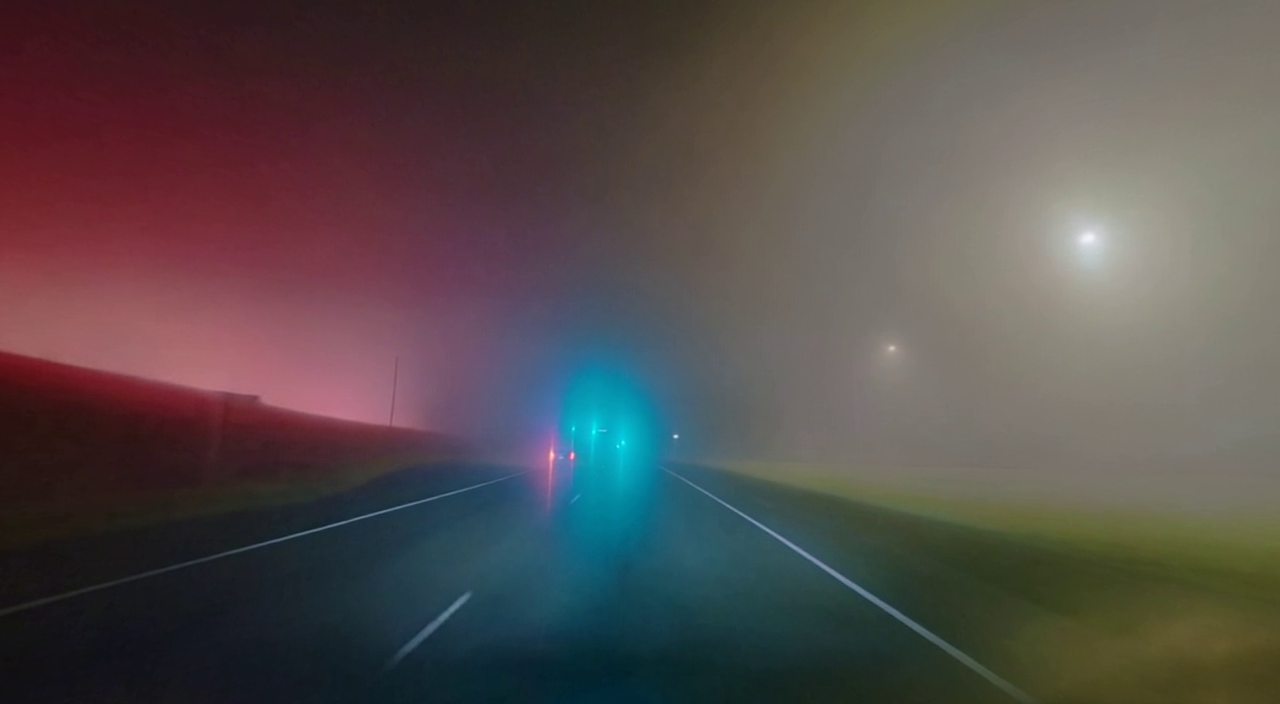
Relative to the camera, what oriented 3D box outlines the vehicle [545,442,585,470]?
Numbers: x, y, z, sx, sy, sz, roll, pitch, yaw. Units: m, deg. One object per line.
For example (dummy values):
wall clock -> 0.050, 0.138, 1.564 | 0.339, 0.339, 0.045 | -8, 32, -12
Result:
vehicle -> -4.261, 5.953, 36.274 | 1.968, 1.503, 4.443 | 0, -8, -3
